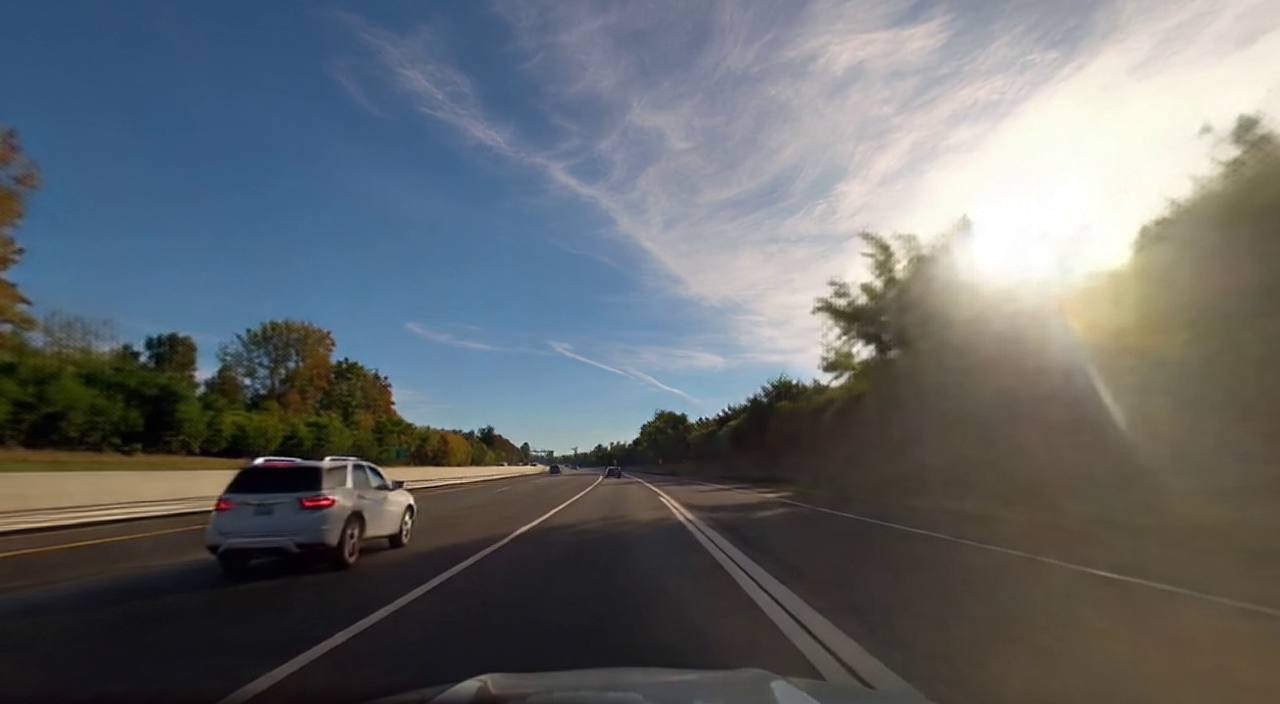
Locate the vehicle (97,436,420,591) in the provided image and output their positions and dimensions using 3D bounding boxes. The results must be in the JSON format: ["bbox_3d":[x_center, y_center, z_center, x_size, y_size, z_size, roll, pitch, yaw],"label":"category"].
[{"bbox_3d":[-4.632,2.029,8.480,2.025,1.584,3.657,1,-10,-1],"label":"vehicle"}]
